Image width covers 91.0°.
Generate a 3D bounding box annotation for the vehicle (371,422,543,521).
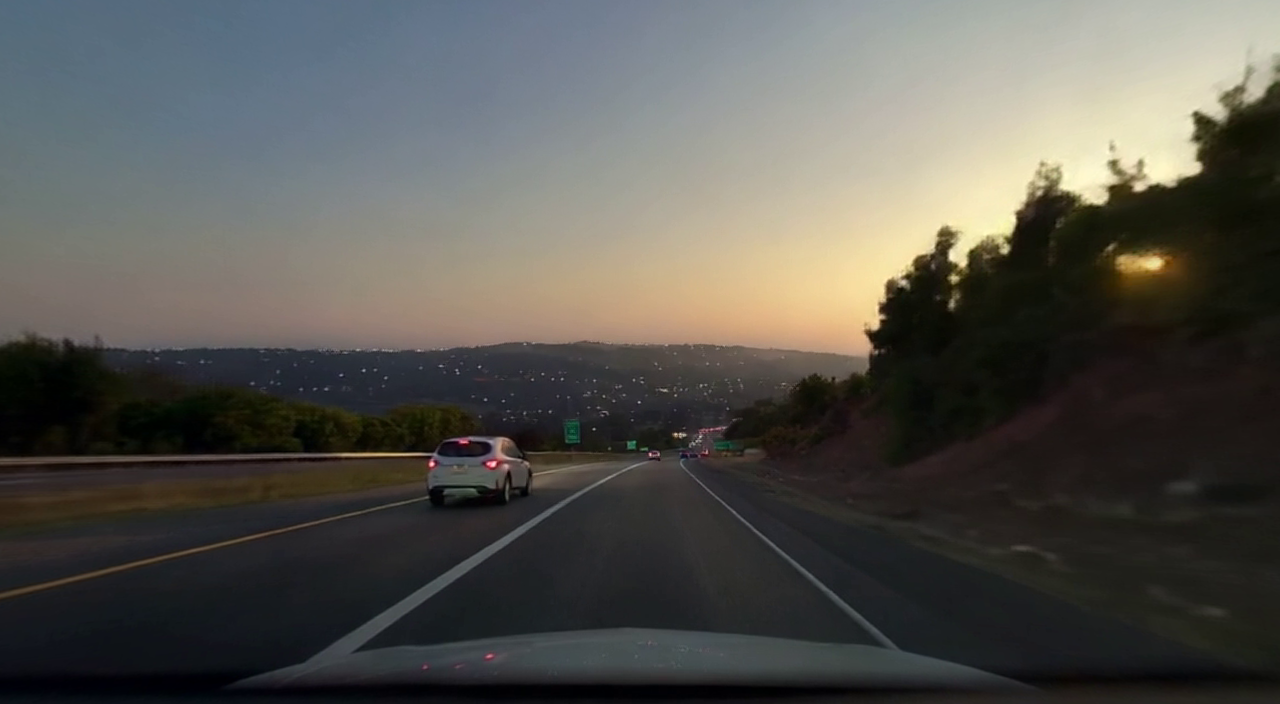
[{"bbox_3d":[-3.704,2.539,13.881,2.193,1.771,4.757,0,-9,2],"label":"vehicle"}]
